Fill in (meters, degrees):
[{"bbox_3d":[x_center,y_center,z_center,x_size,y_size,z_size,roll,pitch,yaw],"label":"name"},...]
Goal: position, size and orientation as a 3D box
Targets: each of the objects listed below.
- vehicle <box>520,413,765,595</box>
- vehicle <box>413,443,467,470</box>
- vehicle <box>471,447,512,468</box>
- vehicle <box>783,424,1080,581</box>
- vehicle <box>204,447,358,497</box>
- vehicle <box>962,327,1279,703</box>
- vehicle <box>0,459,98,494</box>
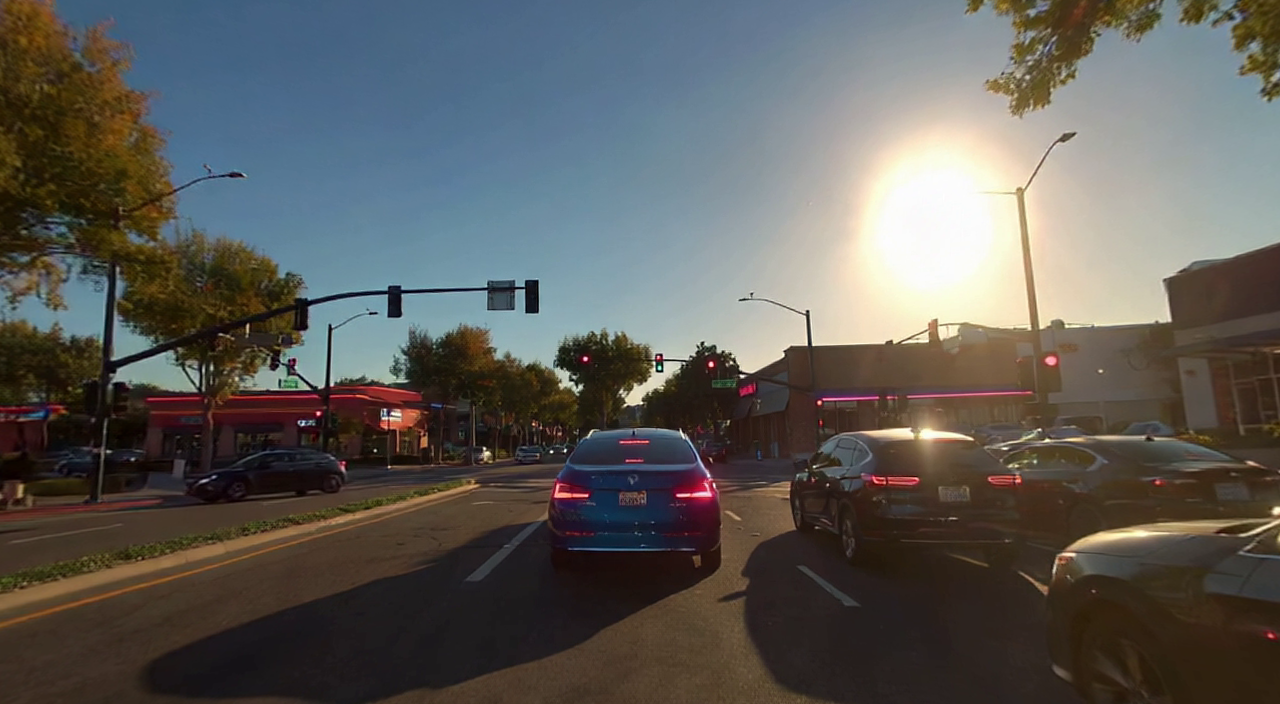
[{"bbox_3d":[0.002,1.625,7.507,2.154,1.577,3.723,0,-9,-1],"label":"vehicle"},{"bbox_3d":[-15.086,7.891,48.049,2.395,1.903,4.860,-1,-9,1],"label":"vehicle"},{"bbox_3d":[-11.276,8.002,48.245,2.099,1.478,4.411,0,-9,0],"label":"vehicle"},{"bbox_3d":[3.319,1.781,8.295,1.865,1.496,4.170,0,-9,0],"label":"vehicle"},{"bbox_3d":[-12.833,4.233,22.741,4.265,1.604,2.269,8,-12,-44],"label":"vehicle"},{"bbox_3d":[2.984,0.704,1.557,2.075,1.661,4.401,0,-9,1],"label":"vehicle"},{"bbox_3d":[-27.222,5.497,28.067,4.285,1.427,1.883,3,-9,-23],"label":"vehicle"}]
